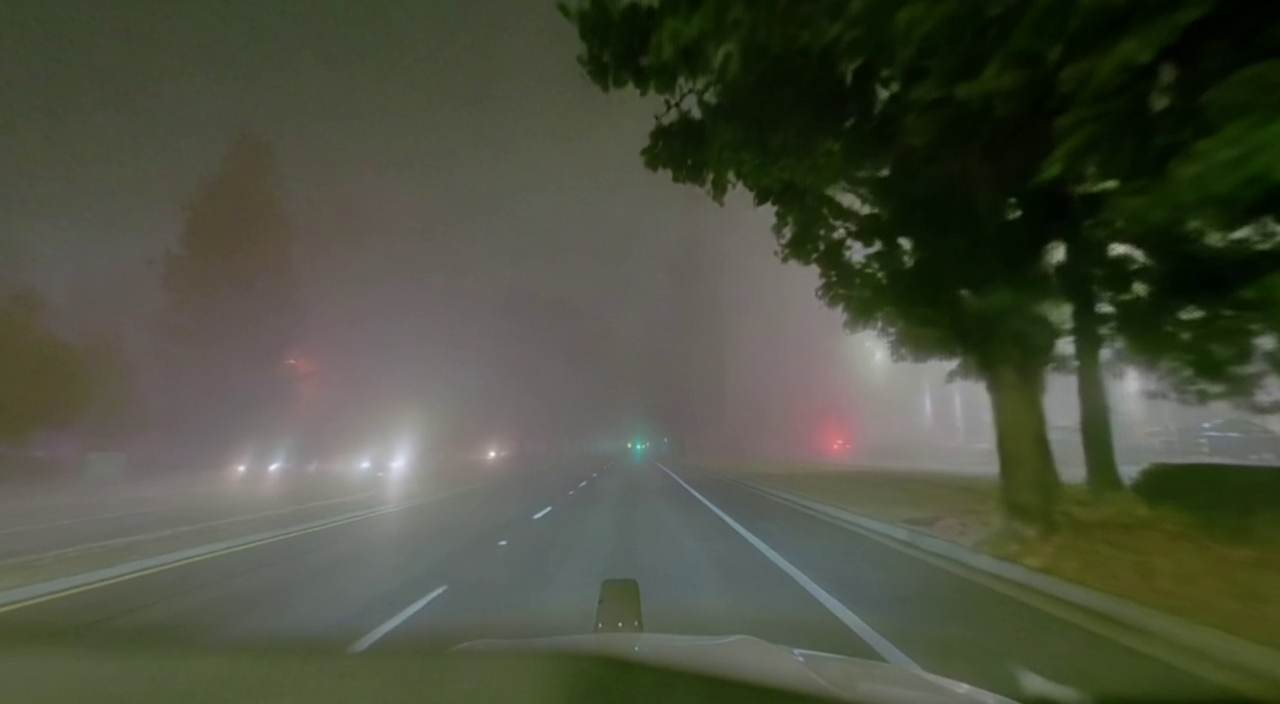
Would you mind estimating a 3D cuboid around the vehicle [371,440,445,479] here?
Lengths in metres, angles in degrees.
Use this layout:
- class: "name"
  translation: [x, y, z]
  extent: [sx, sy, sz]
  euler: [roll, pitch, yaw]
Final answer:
- class: "vehicle"
  translation: [-11.944, 5.558, 32.797]
  extent: [2.146, 1.847, 4.437]
  euler: [0, -9, 0]

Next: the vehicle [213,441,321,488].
- class: "vehicle"
  translation: [-15.367, 4.630, 26.210]
  extent: [1.938, 1.775, 4.137]
  euler: [0, -9, 0]

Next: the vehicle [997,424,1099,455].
- class: "vehicle"
  translation: [25.303, 5.477, 39.155]
  extent: [4.814, 1.804, 1.980]
  euler: [-1, -9, 1]
